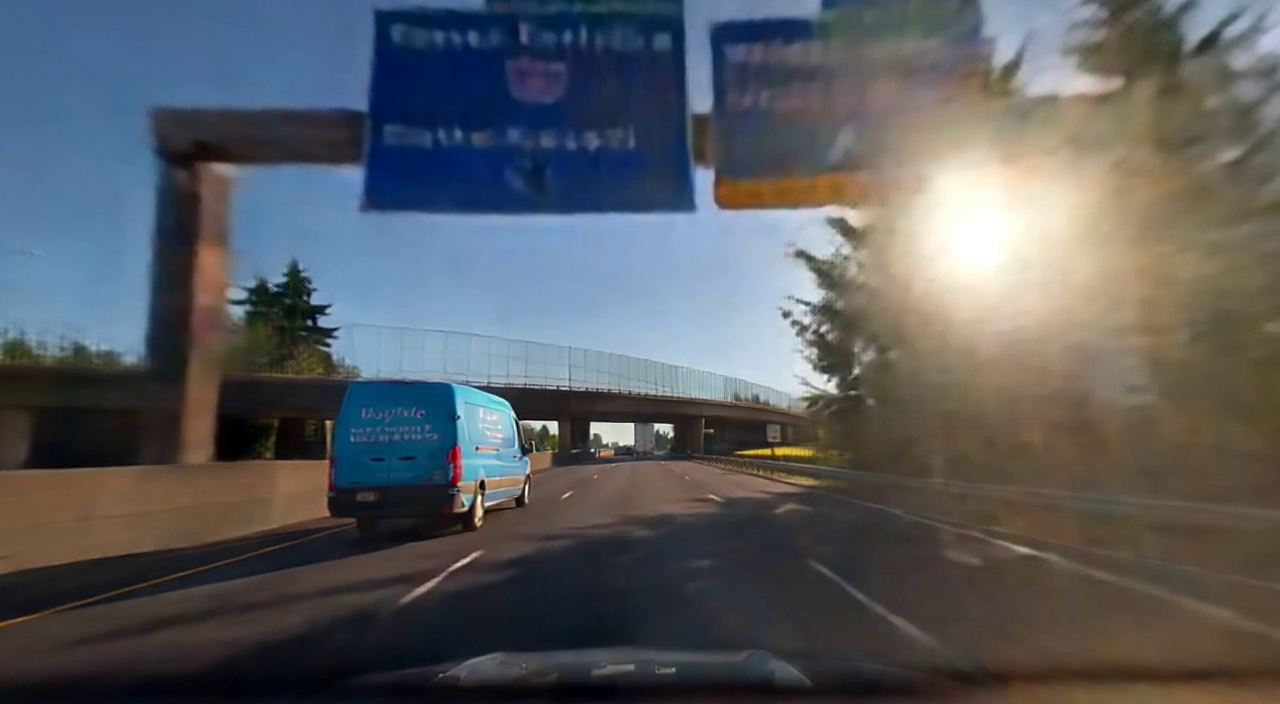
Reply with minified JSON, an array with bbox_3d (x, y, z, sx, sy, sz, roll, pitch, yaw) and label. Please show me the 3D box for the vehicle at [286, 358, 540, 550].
[{"bbox_3d":[-3.671,1.916,12.224,2.320,2.636,7.021,0,-9,0],"label":"vehicle"}]
